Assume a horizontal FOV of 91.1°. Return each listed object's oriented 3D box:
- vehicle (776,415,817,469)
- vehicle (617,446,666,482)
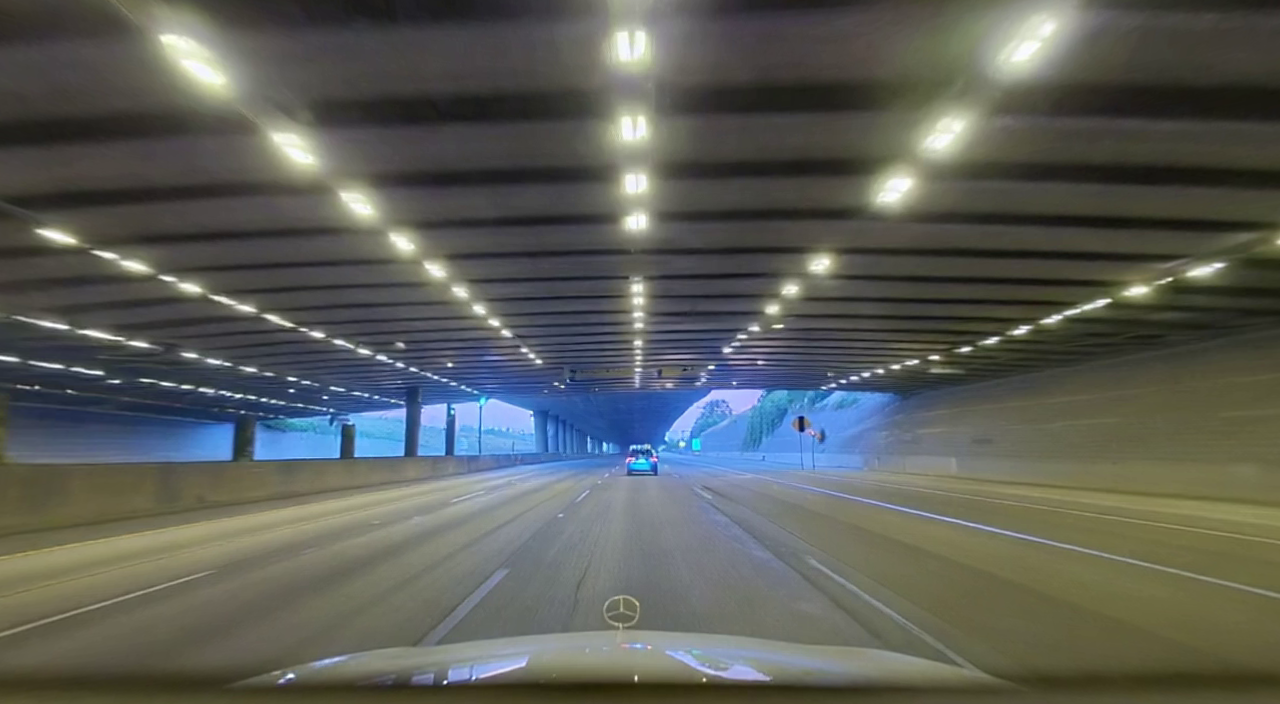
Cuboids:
[{"bbox_3d":[11.056,6.414,44.546,2.135,3.652,2.845,-1,-9,2],"label":"vehicle"},{"bbox_3d":[-0.007,5.067,28.813,2.055,1.501,4.321,0,-9,-2],"label":"vehicle"}]
